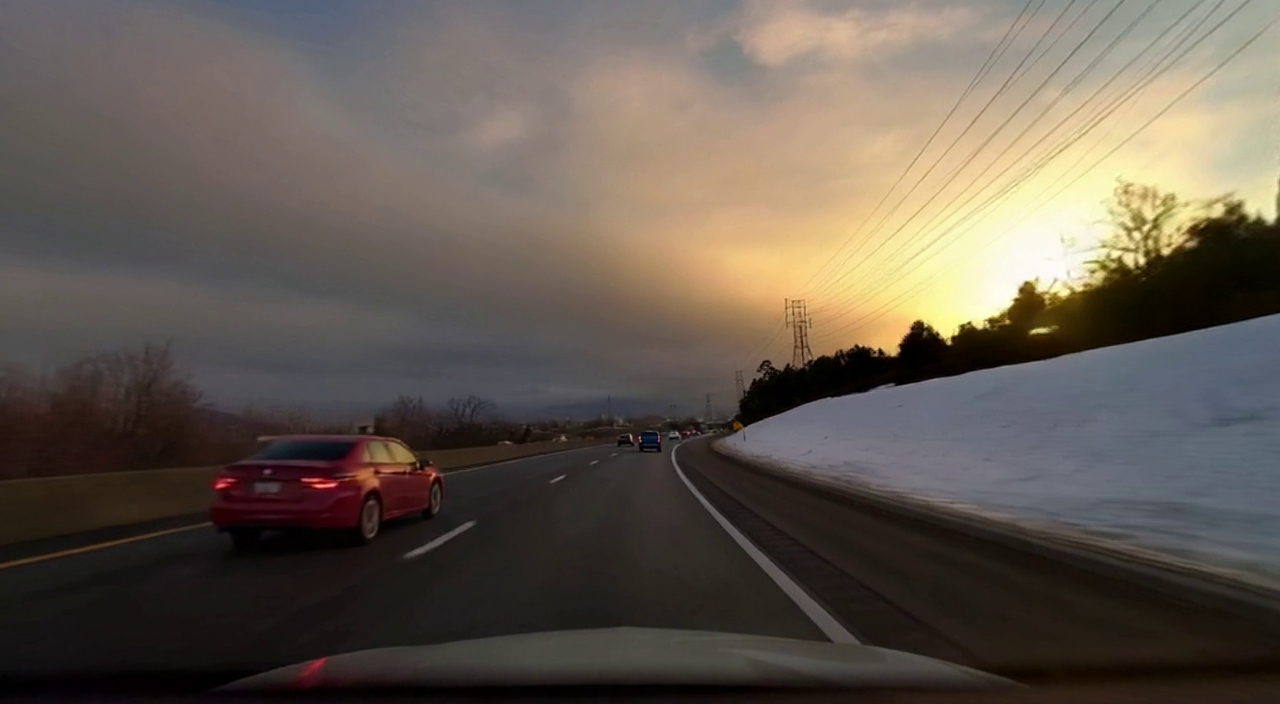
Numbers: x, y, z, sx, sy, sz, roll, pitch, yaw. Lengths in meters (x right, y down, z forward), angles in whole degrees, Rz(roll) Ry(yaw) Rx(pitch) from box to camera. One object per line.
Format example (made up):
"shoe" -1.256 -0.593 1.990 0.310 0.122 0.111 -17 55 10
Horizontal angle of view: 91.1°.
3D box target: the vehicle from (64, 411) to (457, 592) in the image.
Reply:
"vehicle" -3.850 1.555 7.510 2.030 1.522 4.250 0 -8 0

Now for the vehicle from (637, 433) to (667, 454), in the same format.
"vehicle" 0.943 6.893 47.631 2.077 1.523 4.206 0 -8 3
